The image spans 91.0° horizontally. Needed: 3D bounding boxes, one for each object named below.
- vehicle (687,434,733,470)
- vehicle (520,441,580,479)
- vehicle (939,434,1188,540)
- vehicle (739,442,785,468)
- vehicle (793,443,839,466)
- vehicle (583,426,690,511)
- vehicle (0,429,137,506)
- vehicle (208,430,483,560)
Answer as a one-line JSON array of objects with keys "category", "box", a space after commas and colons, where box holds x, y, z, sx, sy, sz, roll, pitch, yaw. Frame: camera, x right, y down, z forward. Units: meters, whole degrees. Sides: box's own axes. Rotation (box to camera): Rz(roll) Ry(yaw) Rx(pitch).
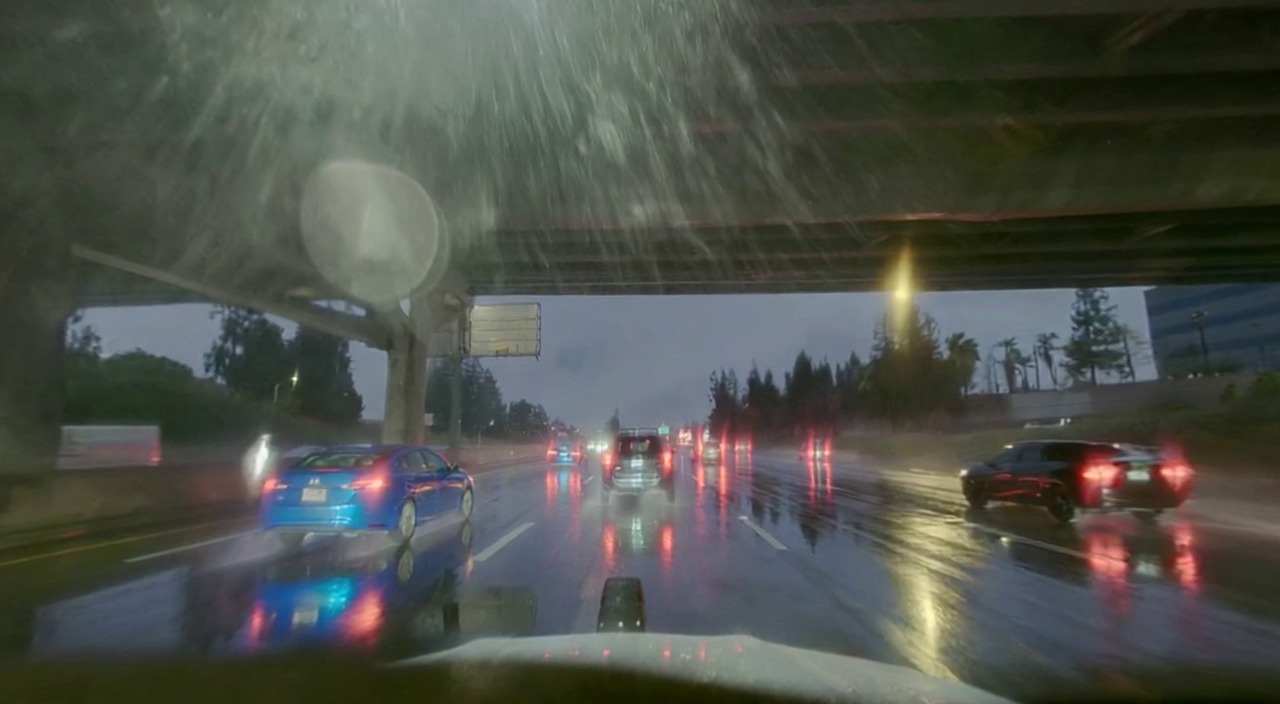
[{"category": "vehicle", "box": [3.819, 5.568, 35.179, 2.069, 1.876, 4.447, 0, -9, 0]}, {"category": "vehicle", "box": [-3.883, 4.732, 27.931, 1.947, 1.516, 4.295, 0, -9, 1]}, {"category": "vehicle", "box": [7.144, 2.273, 11.180, 1.880, 1.526, 3.641, 0, -9, 1]}, {"category": "vehicle", "box": [7.646, 6.495, 39.874, 1.963, 1.482, 4.436, 0, -9, 0]}, {"category": "vehicle", "box": [11.796, 6.880, 42.498, 1.868, 1.468, 4.168, 0, -9, 0]}, {"category": "vehicle", "box": [-0.048, 2.684, 14.929, 2.181, 1.697, 4.021, 0, -9, 0]}, {"category": "vehicle", "box": [-18.206, 3.315, 18.388, 2.230, 2.019, 5.743, 0, -9, 0]}, {"category": "vehicle", "box": [-3.998, 2.007, 9.599, 1.974, 1.478, 4.412, 0, -9, 1]}]
